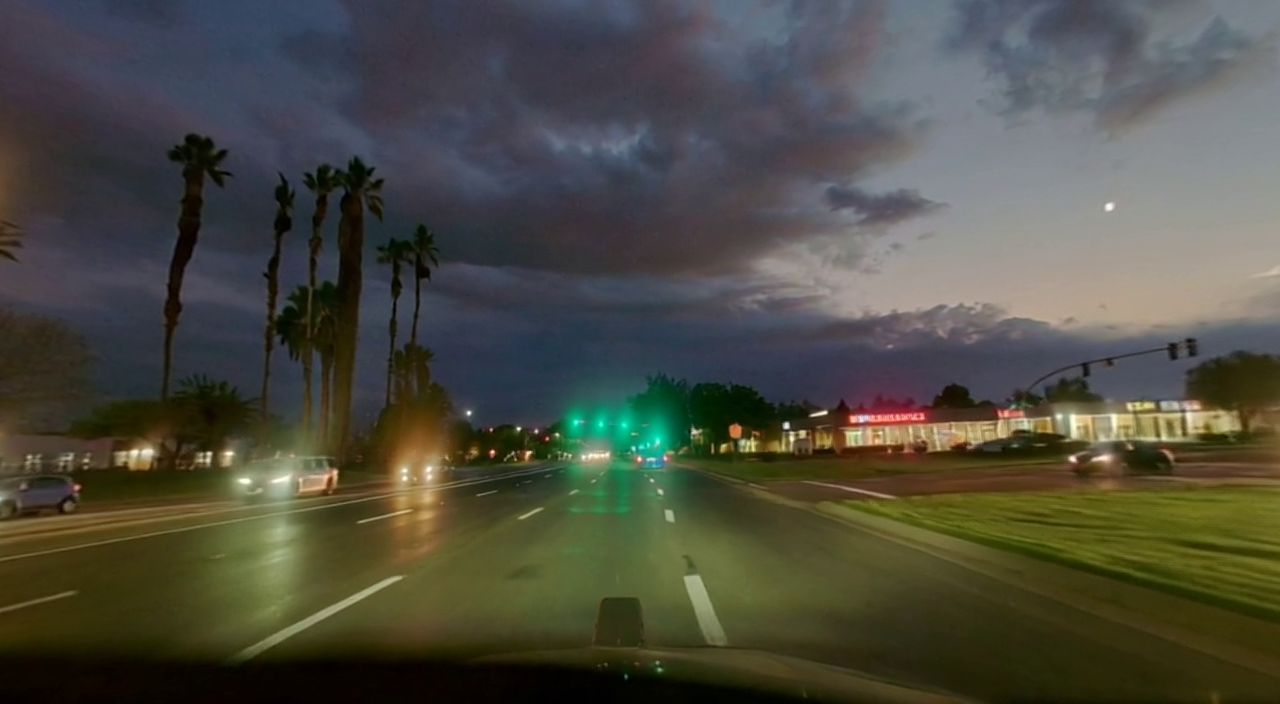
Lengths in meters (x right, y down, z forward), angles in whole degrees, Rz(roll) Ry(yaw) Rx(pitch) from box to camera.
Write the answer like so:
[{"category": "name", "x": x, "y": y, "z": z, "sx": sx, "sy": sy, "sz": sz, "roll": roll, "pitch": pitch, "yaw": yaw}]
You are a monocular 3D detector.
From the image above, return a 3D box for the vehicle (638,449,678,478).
[{"category": "vehicle", "x": 0.985, "y": 6.529, "z": 37.155, "sx": 1.969, "sy": 1.555, "sz": 4.431, "roll": 0, "pitch": -9, "yaw": -3}]

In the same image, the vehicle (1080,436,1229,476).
[{"category": "vehicle", "x": 20.935, "y": 4.246, "z": 26.063, "sx": 2.046, "sy": 1.481, "sz": 4.936, "roll": 0, "pitch": -9, "yaw": 0}]

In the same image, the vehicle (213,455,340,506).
[{"category": "vehicle", "x": -12.966, "y": 4.575, "z": 22.962, "sx": 2.027, "sy": 1.534, "sz": 4.779, "roll": 0, "pitch": -9, "yaw": -4}]

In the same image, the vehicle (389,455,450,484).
[{"category": "vehicle", "x": -12.412, "y": 6.616, "z": 35.843, "sx": 2.033, "sy": 1.494, "sz": 4.048, "roll": 0, "pitch": -9, "yaw": -1}]

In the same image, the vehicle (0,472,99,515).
[{"category": "vehicle", "x": -25.971, "y": 5.922, "z": 26.536, "sx": 2.026, "sy": 1.540, "sz": 4.468, "roll": -6, "pitch": -11, "yaw": 37}]
